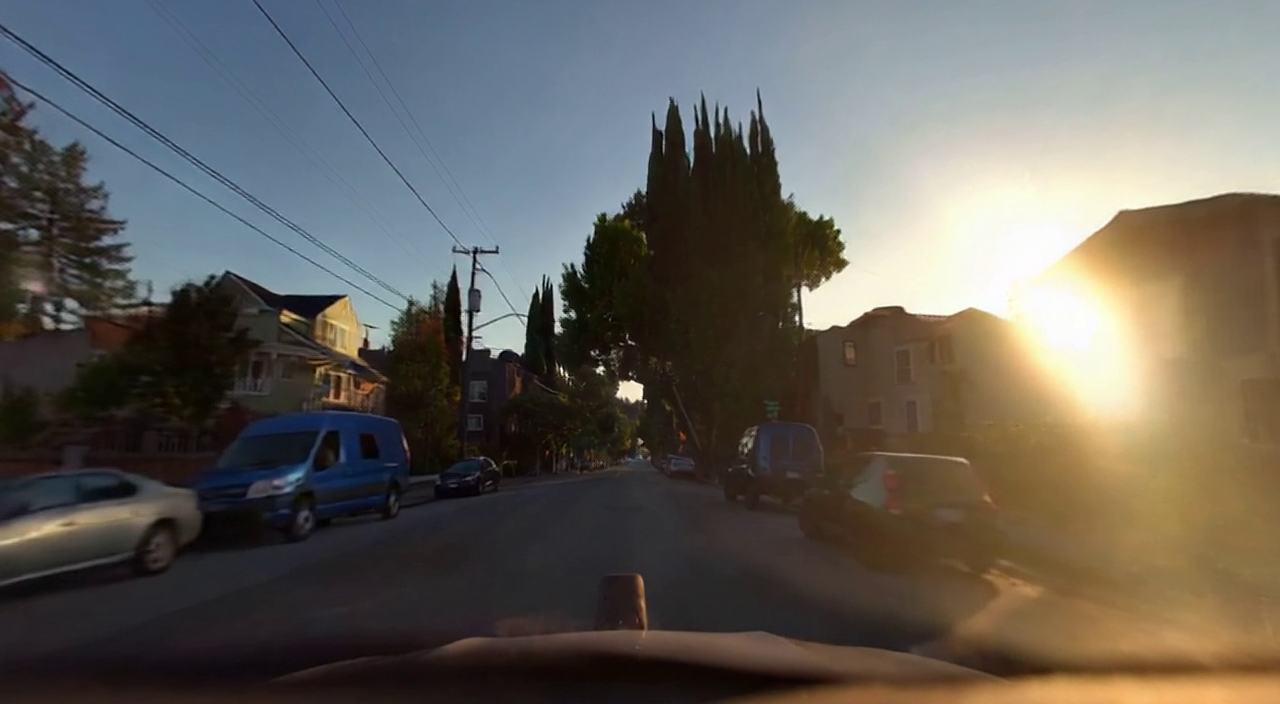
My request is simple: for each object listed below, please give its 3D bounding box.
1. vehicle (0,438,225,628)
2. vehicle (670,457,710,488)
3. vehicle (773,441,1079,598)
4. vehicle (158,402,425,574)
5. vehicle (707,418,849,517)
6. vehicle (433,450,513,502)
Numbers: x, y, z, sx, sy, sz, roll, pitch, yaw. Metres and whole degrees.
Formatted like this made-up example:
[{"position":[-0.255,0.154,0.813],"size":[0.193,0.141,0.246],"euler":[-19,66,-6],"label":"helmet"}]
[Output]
[{"position":[-6.835,1.839,6.508],"size":[2.027,1.563,4.594],"euler":[-3,-5,0],"label":"vehicle"},{"position":[2.932,7.195,37.960],"size":[2.010,1.661,4.615],"euler":[0,-9,-1],"label":"vehicle"},{"position":[3.157,1.900,8.151],"size":[1.796,1.449,4.373],"euler":[0,-8,-2],"label":"vehicle"},{"position":[-6.877,2.512,13.542],"size":[2.508,2.712,5.809],"euler":[-2,-4,0],"label":"vehicle"},{"position":[3.008,2.672,15.042],"size":[2.145,1.935,5.054],"euler":[0,-9,-1],"label":"vehicle"},{"position":[-6.822,5.067,26.274],"size":[2.057,1.632,4.730],"euler":[0,-5,0],"label":"vehicle"}]
